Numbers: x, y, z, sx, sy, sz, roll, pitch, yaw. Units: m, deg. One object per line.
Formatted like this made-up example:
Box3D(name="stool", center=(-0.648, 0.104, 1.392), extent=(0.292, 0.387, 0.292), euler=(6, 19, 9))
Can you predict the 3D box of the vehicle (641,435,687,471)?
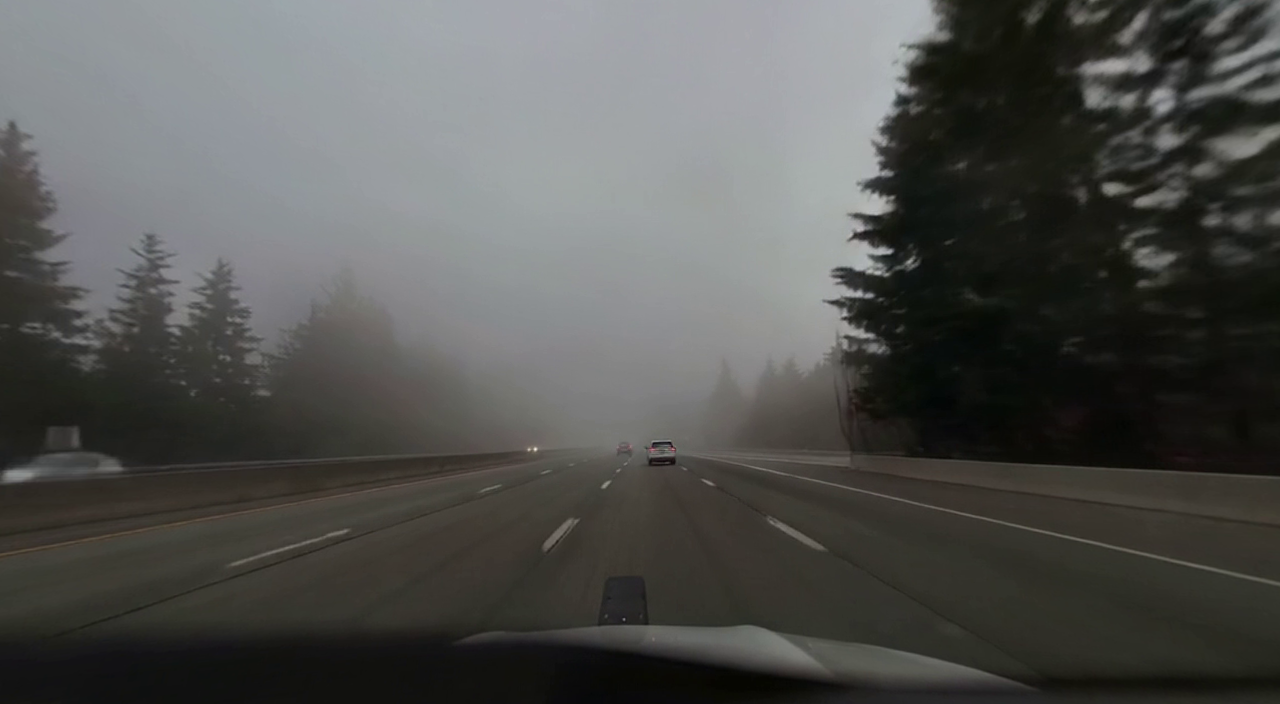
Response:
Box3D(name="vehicle", center=(1.188, 5.363, 33.575), extent=(2.260, 1.766, 4.348), euler=(0, -8, 0))
